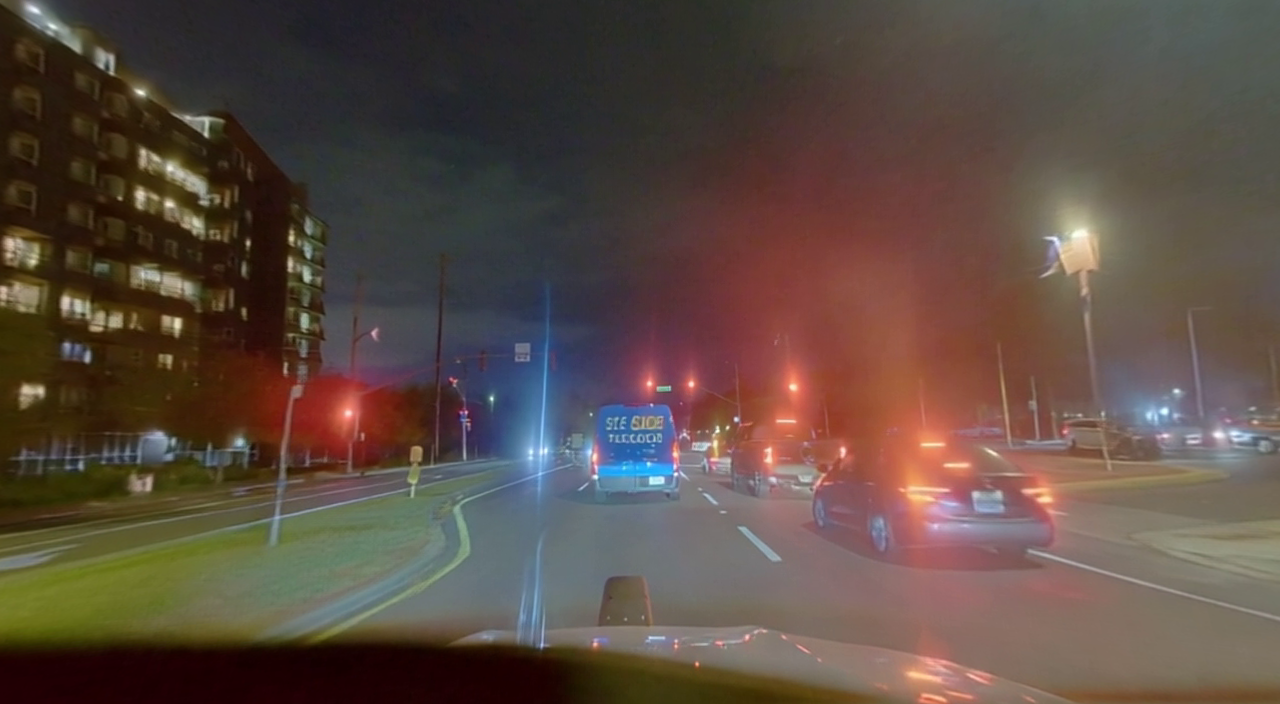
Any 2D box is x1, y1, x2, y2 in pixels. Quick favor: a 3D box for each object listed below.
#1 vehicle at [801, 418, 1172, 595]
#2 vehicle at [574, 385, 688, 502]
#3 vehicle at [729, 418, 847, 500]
[{"bbox_3d":[3.520,1.644,7.681,1.951,1.483,4.582,0,-8,1],"label":"vehicle"},{"bbox_3d":[-0.078,2.314,16.013,2.422,2.488,4.992,-1,-8,3],"label":"vehicle"},{"bbox_3d":[3.531,2.654,15.948,1.965,1.771,4.295,0,-8,0],"label":"vehicle"}]
